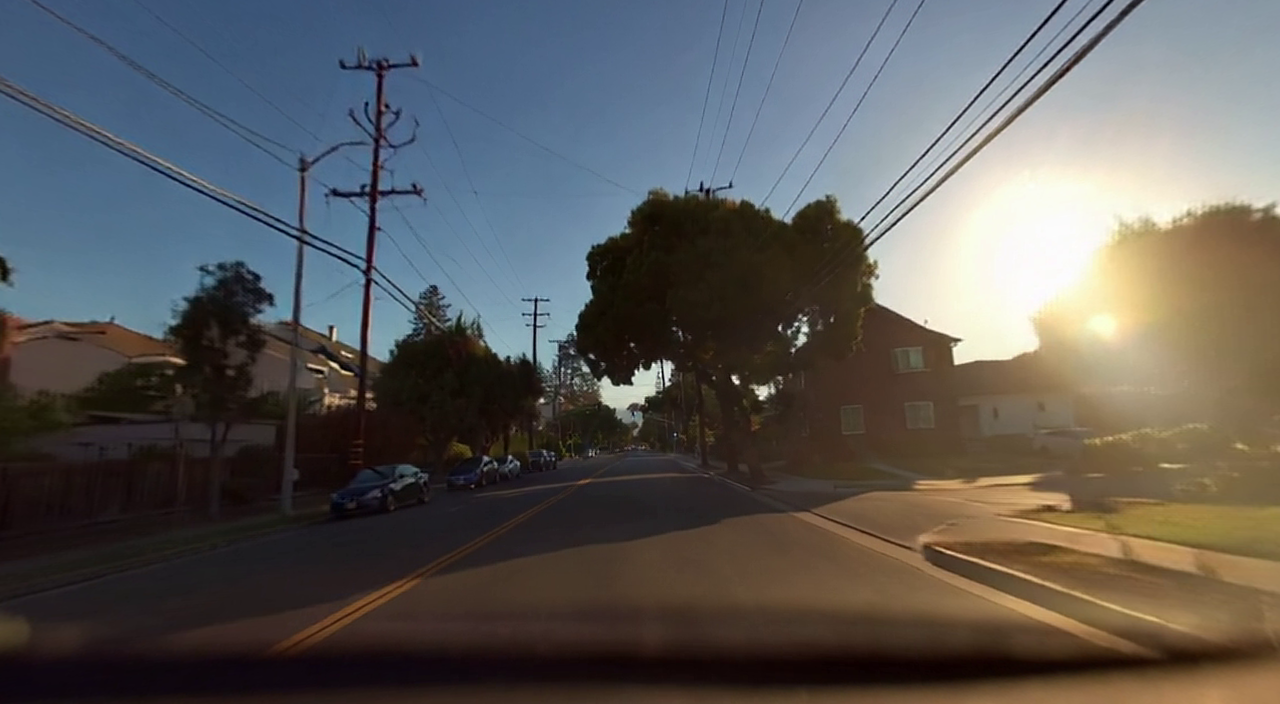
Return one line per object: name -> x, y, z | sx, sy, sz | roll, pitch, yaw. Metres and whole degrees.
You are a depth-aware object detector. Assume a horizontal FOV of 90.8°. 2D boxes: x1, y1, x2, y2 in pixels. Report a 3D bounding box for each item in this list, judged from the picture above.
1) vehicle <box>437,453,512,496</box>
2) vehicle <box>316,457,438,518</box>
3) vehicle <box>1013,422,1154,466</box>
vehicle -> -7.390, 5.489, 28.682 | 1.839, 1.494, 4.757 | -9, -9, 2
vehicle -> -7.558, 3.892, 18.602 | 1.949, 1.512, 3.818 | 0, -9, -1
vehicle -> 17.351, 3.655, 25.152 | 1.883, 1.498, 5.152 | -2, -8, 0
